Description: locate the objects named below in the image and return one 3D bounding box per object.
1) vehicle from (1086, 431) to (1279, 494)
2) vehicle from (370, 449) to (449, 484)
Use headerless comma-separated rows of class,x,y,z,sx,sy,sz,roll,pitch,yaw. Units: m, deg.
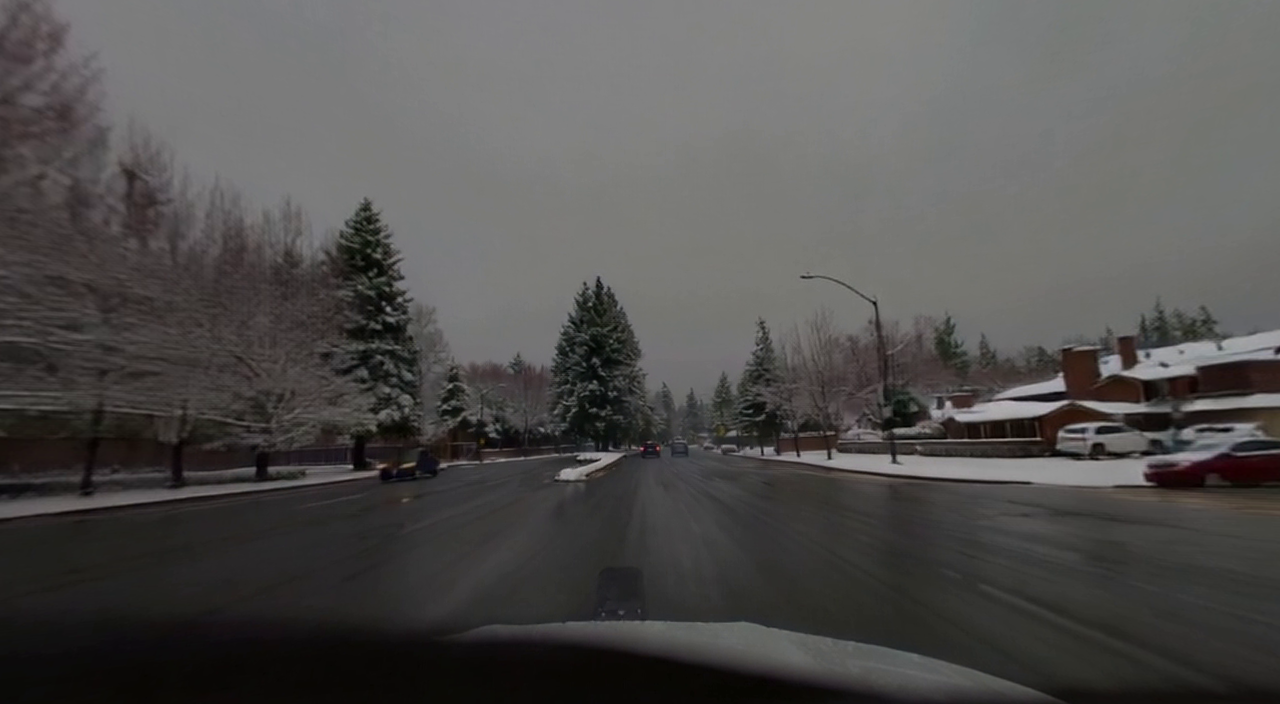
vehicle,15.977,3.133,18.092,4.696,1.651,2.218,-3,-9,20
vehicle,-10.486,5.215,29.117,1.960,1.465,4.194,0,-9,2
